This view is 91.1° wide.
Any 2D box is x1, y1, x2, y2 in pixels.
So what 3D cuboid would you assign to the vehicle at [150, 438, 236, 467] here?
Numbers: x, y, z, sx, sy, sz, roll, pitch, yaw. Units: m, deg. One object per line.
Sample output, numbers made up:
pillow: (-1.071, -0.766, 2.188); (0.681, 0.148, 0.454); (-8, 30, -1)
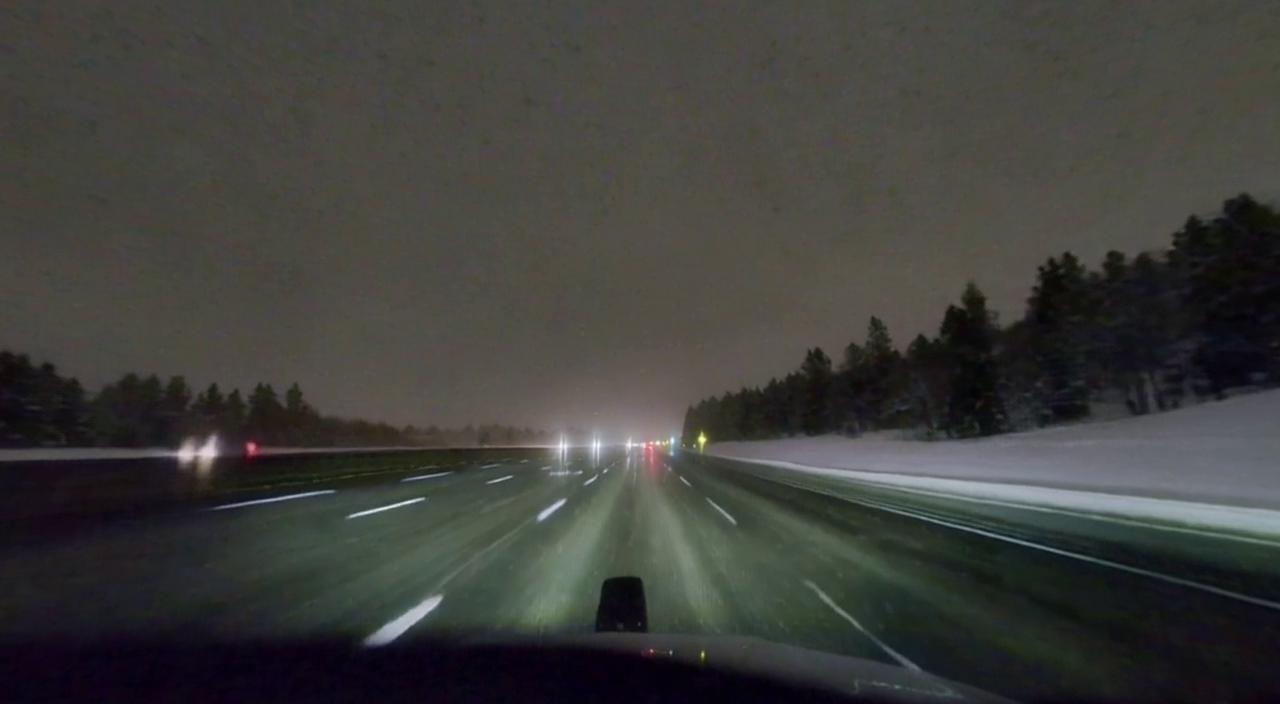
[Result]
vehicle: (-32.201, 7.238, 45.495); (2.060, 1.962, 5.618); (0, -8, 0)
